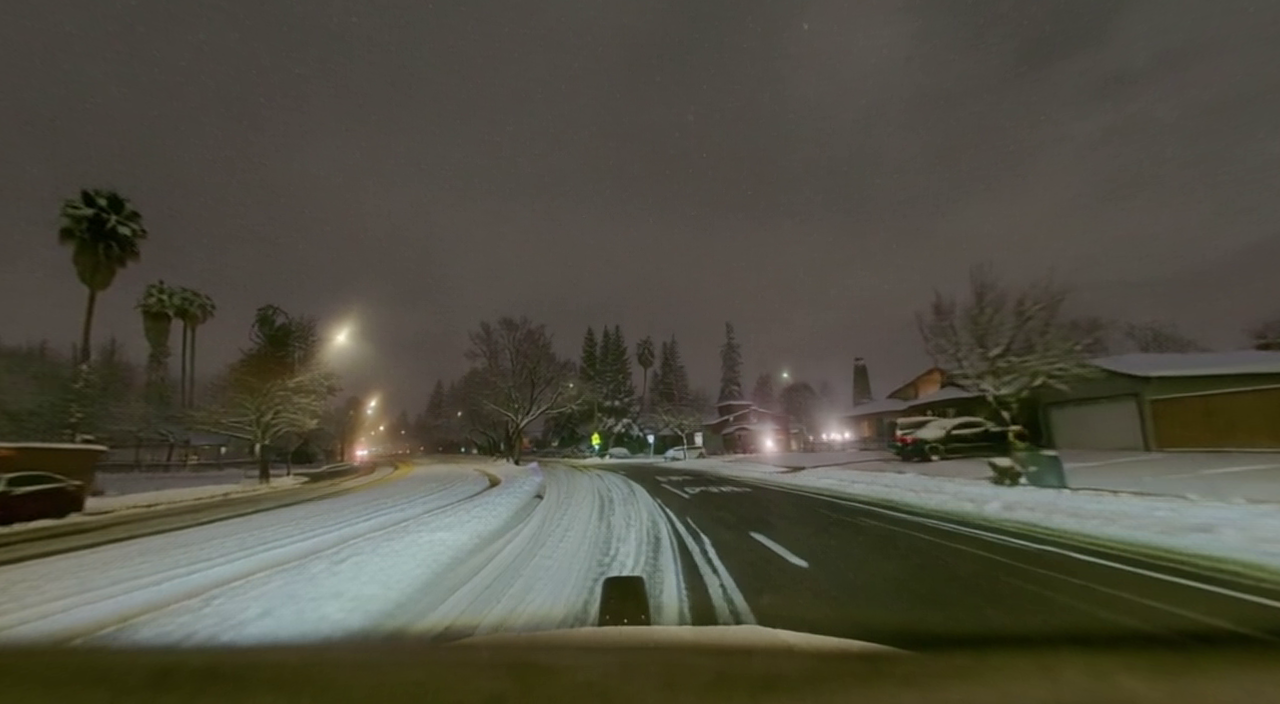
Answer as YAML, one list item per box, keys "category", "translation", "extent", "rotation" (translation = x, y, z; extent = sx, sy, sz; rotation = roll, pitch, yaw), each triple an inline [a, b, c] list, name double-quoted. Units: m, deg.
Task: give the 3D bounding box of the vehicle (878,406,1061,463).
- category: "vehicle"
  translation: [12.937, 3.404, 25.328]
  extent: [6.051, 2.092, 2.231]
  rotation: [-3, -10, 17]
